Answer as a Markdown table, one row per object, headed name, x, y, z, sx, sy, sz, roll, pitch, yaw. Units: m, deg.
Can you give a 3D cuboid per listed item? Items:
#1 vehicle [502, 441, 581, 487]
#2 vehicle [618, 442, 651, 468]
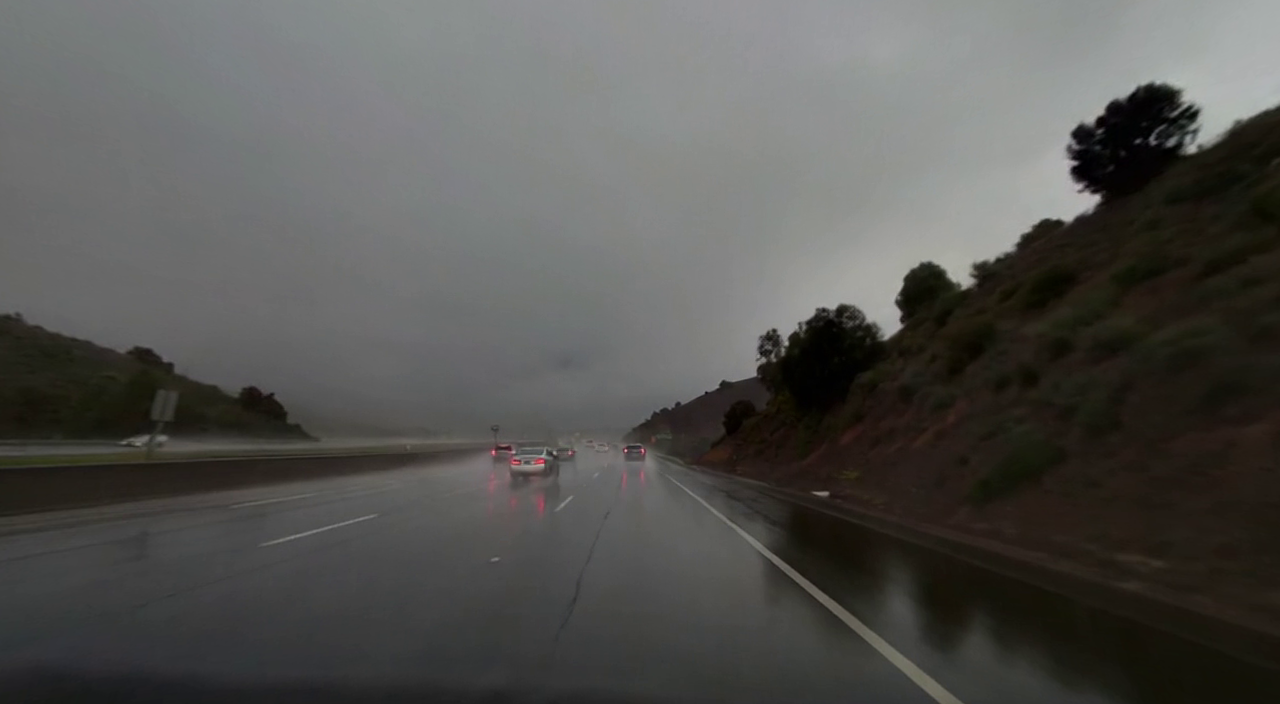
| name | x | y | z | sx | sy | sz | roll | pitch | yaw |
| --- | --- | --- | --- | --- | --- | --- | --- | --- | --- |
| vehicle | -3.531 | 4.111 | 23.492 | 2.080 | 1.505 | 4.649 | -1 | -8 | 1 |
| vehicle | -0.398 | 6.953 | 42.789 | 2.138 | 1.674 | 4.044 | 0 | -8 | -1 |
